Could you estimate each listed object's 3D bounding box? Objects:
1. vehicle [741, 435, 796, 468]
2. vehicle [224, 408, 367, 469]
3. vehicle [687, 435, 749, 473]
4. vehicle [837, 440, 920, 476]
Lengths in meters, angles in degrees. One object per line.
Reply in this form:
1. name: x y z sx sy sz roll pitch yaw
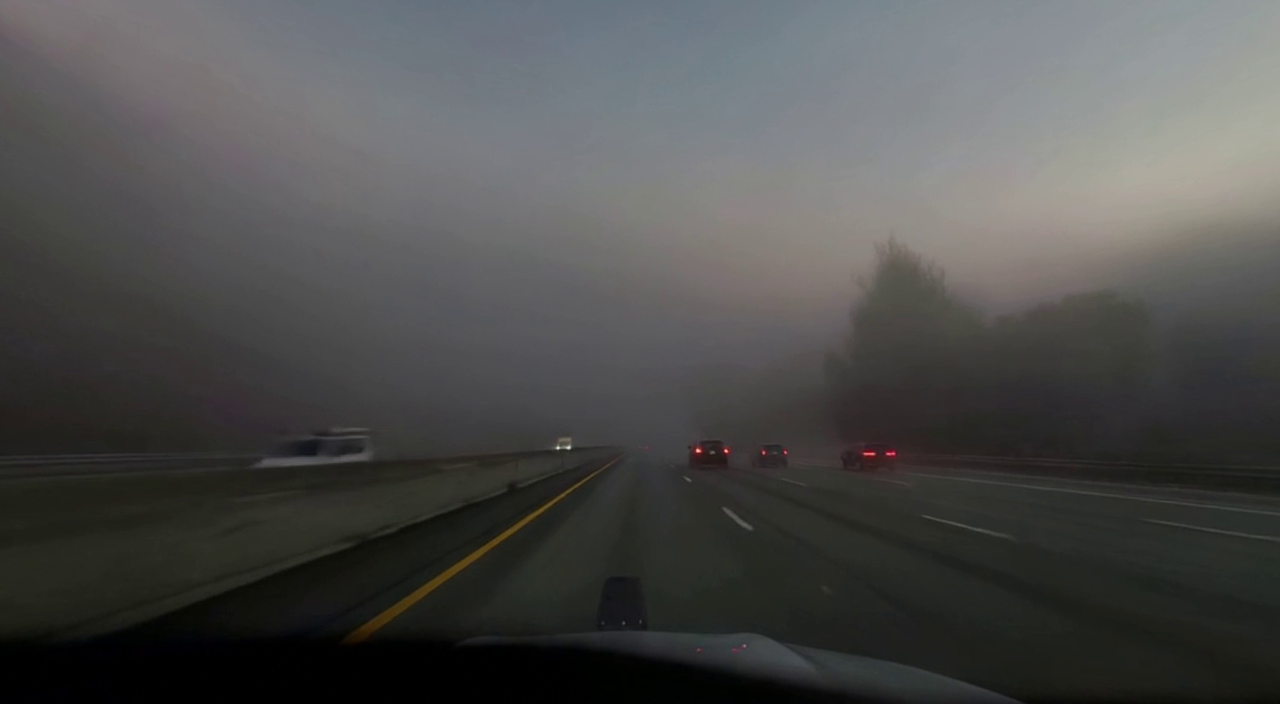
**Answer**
1. vehicle: 7.224 5.670 35.964 2.178 1.749 4.570 0 -8 0
2. vehicle: -9.965 2.569 18.641 1.919 1.596 3.866 0 -9 2
3. vehicle: 3.581 4.786 29.780 2.326 1.644 4.206 0 -9 -1
4. vehicle: 10.554 4.706 28.281 1.970 1.479 4.480 0 -8 0
